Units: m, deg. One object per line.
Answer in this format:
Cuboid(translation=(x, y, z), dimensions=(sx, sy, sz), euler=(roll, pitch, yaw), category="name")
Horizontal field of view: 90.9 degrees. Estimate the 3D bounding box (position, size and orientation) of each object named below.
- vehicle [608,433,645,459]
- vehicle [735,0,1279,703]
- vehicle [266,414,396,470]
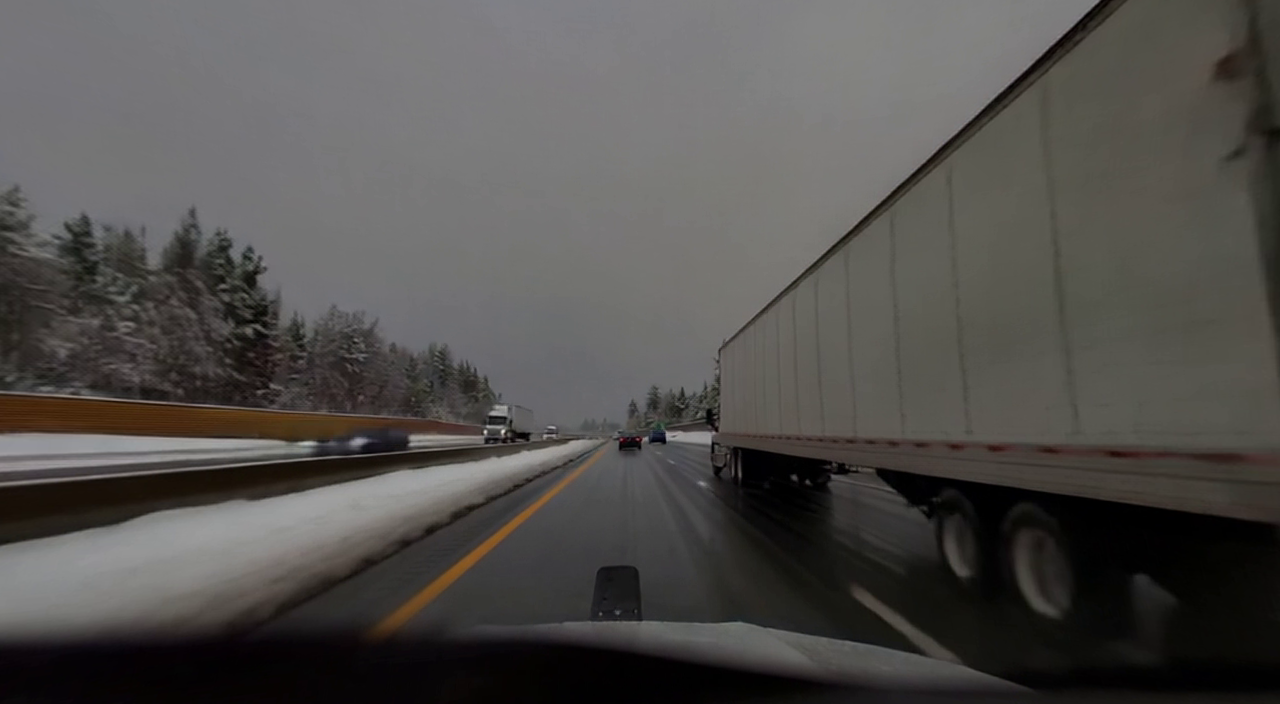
Cuboid(translation=(-0.811, 5.755, 38.812), dimensions=(2.119, 1.480, 4.000), euler=(0, -8, -1), category="vehicle")
Cuboid(translation=(4.228, 0.594, 9.929), dimensions=(2.953, 4.045, 13.843), euler=(0, -8, -1), category="vehicle")
Cuboid(translation=(-9.480, 2.808, 19.777), dimensions=(2.019, 1.536, 4.191), euler=(0, -8, -1), category="vehicle")
